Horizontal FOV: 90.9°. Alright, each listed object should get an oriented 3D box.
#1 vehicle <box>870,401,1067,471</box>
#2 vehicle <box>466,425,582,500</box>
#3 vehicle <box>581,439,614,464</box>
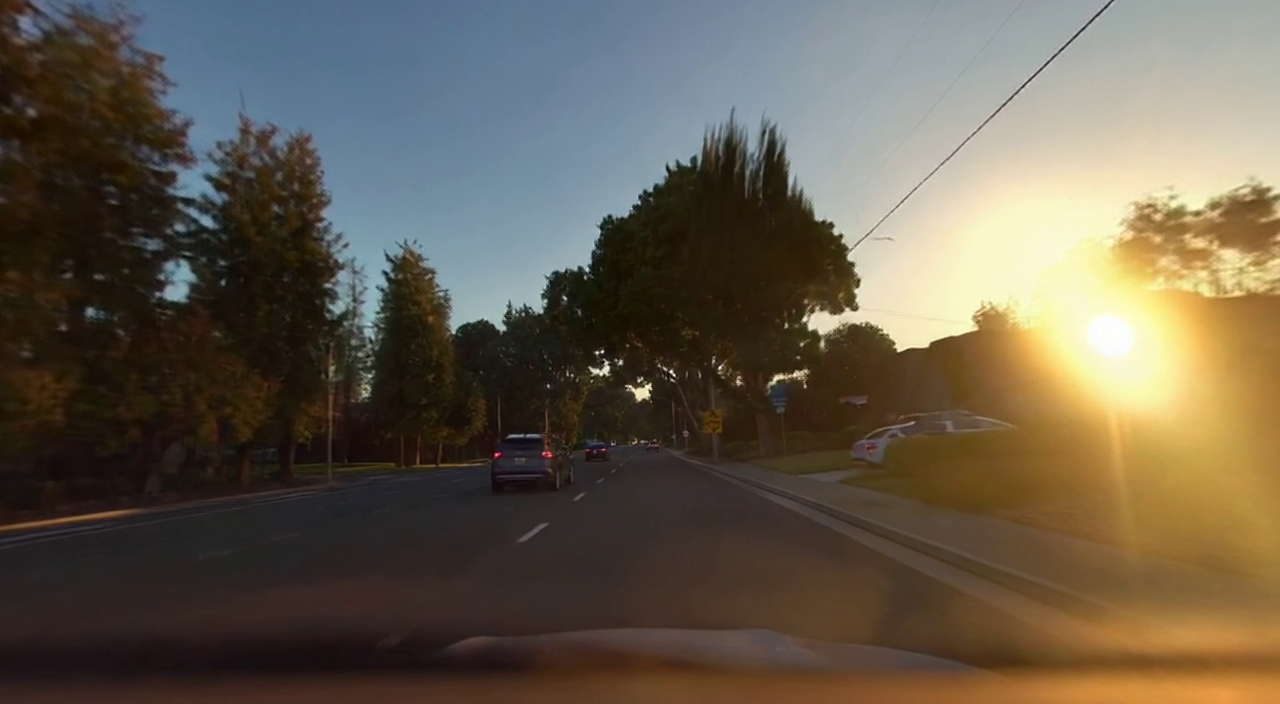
[{"bbox_3d":[10.014,2.583,19.531,4.944,2.023,1.973,0,-8,1],"label":"vehicle"},{"bbox_3d":[-2.955,2.952,17.230,2.190,1.766,4.394,0,-8,2],"label":"vehicle"},{"bbox_3d":[-2.673,6.346,40.301,1.802,1.528,3.490,0,-8,1],"label":"vehicle"}]
